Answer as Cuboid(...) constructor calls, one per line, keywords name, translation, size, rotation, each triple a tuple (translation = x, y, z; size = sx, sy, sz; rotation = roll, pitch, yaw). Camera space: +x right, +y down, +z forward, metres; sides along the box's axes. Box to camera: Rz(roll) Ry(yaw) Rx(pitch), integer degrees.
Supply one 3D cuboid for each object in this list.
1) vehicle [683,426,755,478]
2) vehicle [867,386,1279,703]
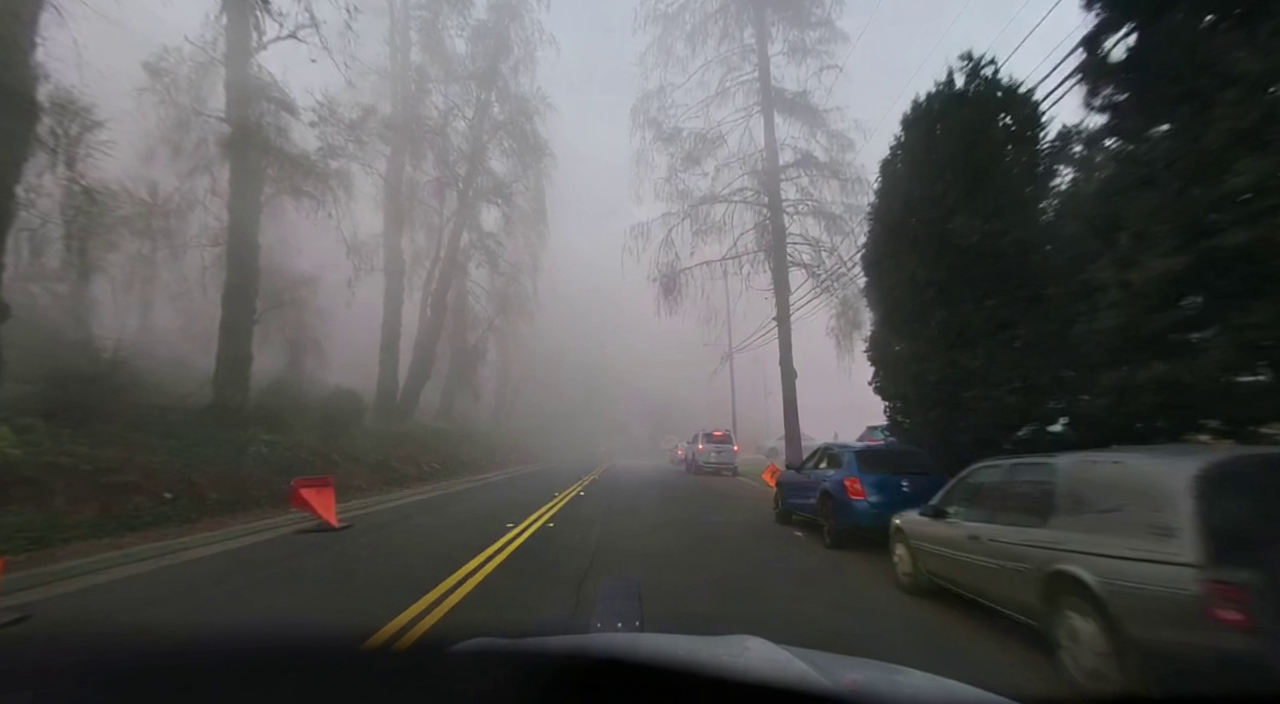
Cuboid(name="vehicle", translation=(3.145, 4.153, 26.329), size=(2.293, 1.957, 4.934), rotation=(0, -9, 0))
Cuboid(name="vehicle", translation=(3.282, 1.122, 3.811), size=(2.019, 1.517, 4.434), rotation=(0, -9, -2))
